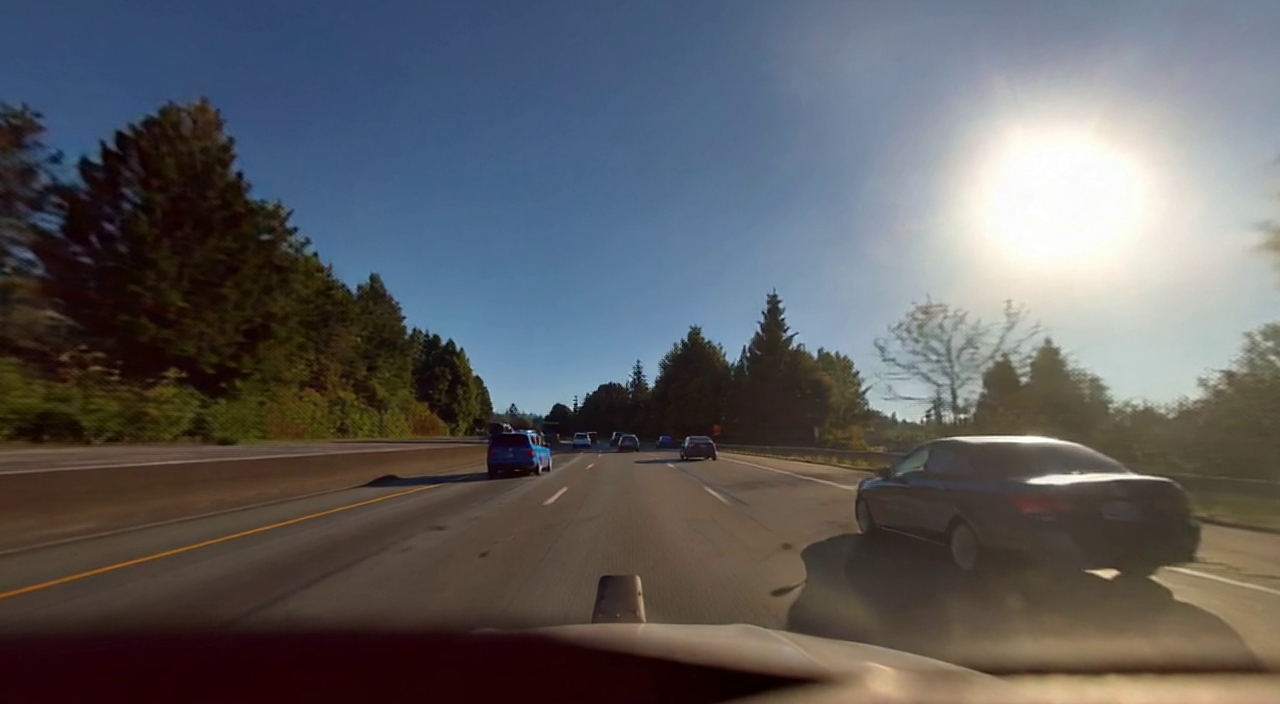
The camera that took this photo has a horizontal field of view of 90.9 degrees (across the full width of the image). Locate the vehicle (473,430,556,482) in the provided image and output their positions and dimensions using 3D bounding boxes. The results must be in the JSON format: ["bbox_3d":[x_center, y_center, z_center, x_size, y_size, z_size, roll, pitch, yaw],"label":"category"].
[{"bbox_3d":[-4.016,3.380,20.903,1.941,1.529,4.111,0,-8,-1],"label":"vehicle"}]

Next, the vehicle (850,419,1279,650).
[{"bbox_3d":[3.734,1.457,6.115,1.986,1.488,3.867,0,-8,-1],"label":"vehicle"}]

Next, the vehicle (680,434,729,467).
[{"bbox_3d":[3.139,4.849,31.365,1.883,1.536,3.792,1,-8,-3],"label":"vehicle"}]
